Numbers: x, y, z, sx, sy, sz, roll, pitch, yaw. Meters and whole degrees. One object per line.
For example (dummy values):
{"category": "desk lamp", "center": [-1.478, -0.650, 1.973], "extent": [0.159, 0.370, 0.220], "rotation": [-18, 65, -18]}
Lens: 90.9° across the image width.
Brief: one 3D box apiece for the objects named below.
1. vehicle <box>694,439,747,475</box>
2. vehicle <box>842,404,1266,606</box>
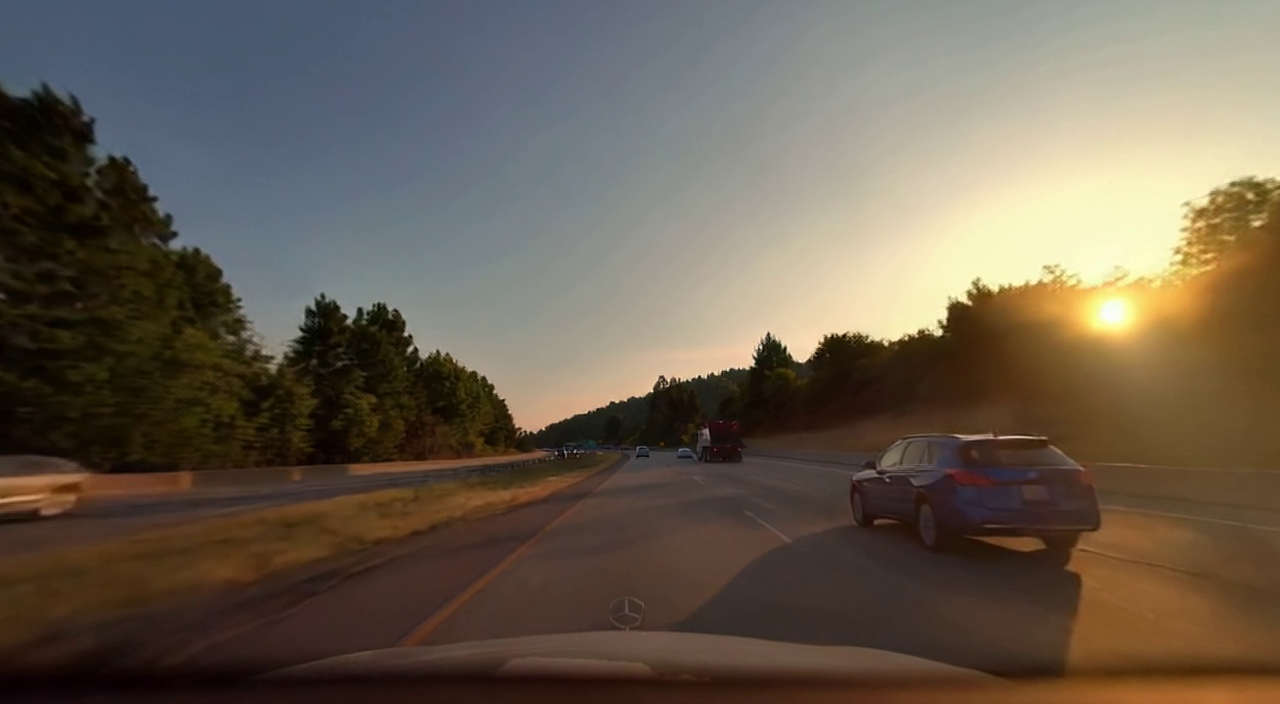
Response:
{"category": "vehicle", "center": [3.956, 5.223, 31.557], "extent": [2.022, 1.658, 4.132], "rotation": [0, -9, -1]}
{"category": "vehicle", "center": [3.987, 1.541, 7.135], "extent": [2.005, 1.604, 4.002], "rotation": [0, -9, -1]}
